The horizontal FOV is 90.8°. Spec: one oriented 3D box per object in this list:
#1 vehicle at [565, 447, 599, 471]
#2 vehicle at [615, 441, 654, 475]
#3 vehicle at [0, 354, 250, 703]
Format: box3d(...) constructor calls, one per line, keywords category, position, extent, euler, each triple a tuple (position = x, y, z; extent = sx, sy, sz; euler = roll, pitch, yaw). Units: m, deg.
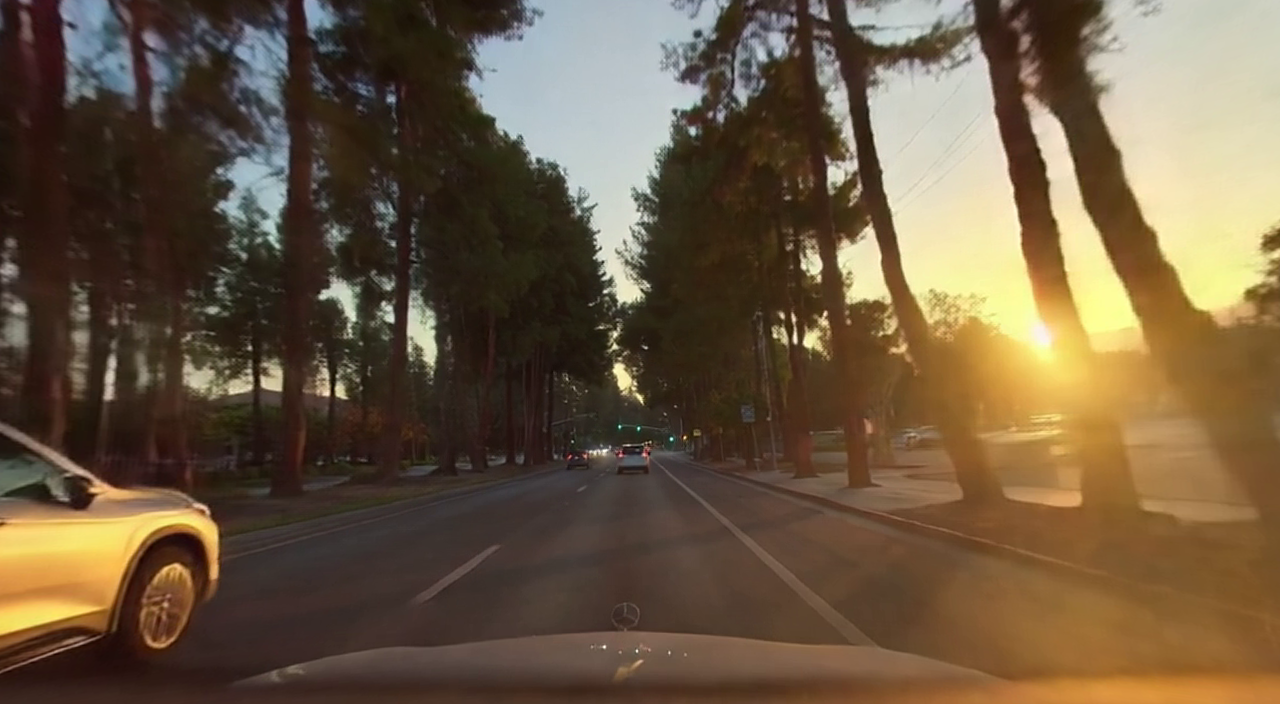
box3d(category="vehicle", position=(-3.959, 7.383, 43.694), extent=(1.936, 1.538, 4.016), euler=(0, -9, 0))
box3d(category="vehicle", position=(-0.319, 5.823, 34.847), extent=(2.018, 1.769, 3.897), euler=(0, -9, 0))
box3d(category="vehicle", position=(-4.031, 0.830, 2.668), extent=(1.860, 1.741, 4.479), euler=(0, -9, 0))
